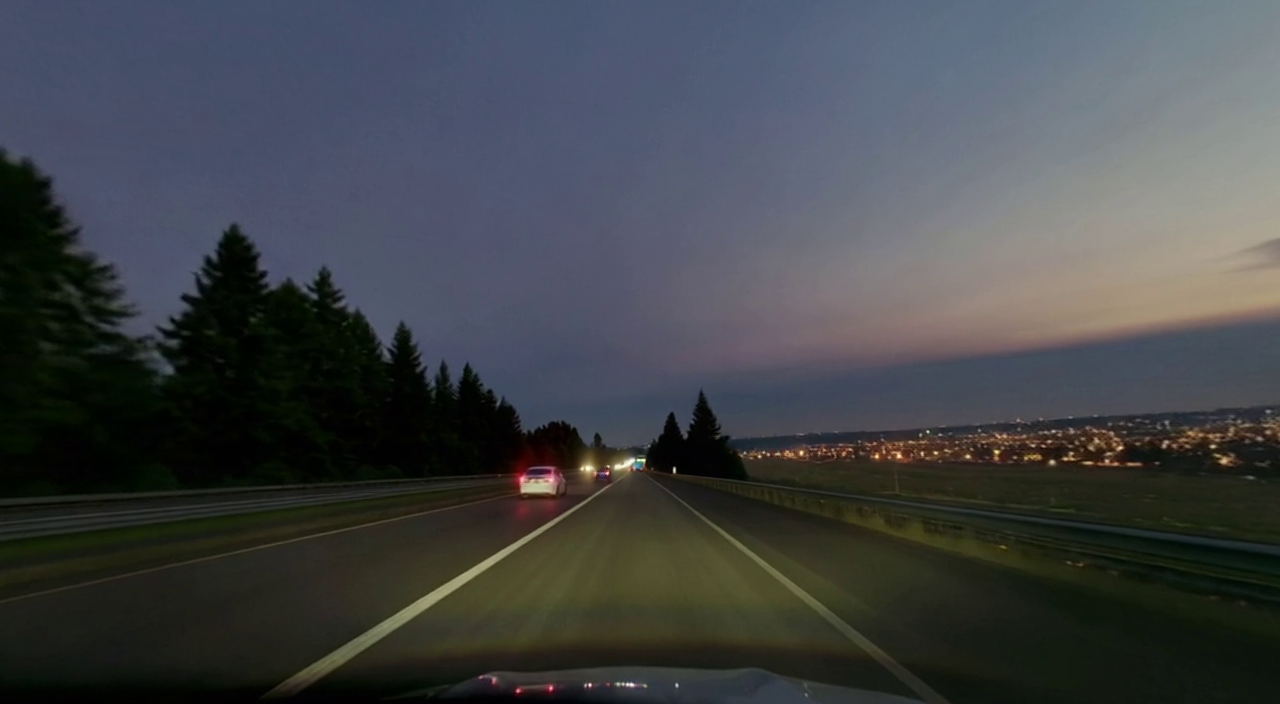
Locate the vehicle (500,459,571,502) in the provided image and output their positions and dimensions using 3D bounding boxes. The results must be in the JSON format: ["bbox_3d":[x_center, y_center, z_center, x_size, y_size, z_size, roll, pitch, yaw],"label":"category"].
[{"bbox_3d":[-4.166,5.245,25.918,2.040,1.525,4.603,1,-11,1],"label":"vehicle"}]
